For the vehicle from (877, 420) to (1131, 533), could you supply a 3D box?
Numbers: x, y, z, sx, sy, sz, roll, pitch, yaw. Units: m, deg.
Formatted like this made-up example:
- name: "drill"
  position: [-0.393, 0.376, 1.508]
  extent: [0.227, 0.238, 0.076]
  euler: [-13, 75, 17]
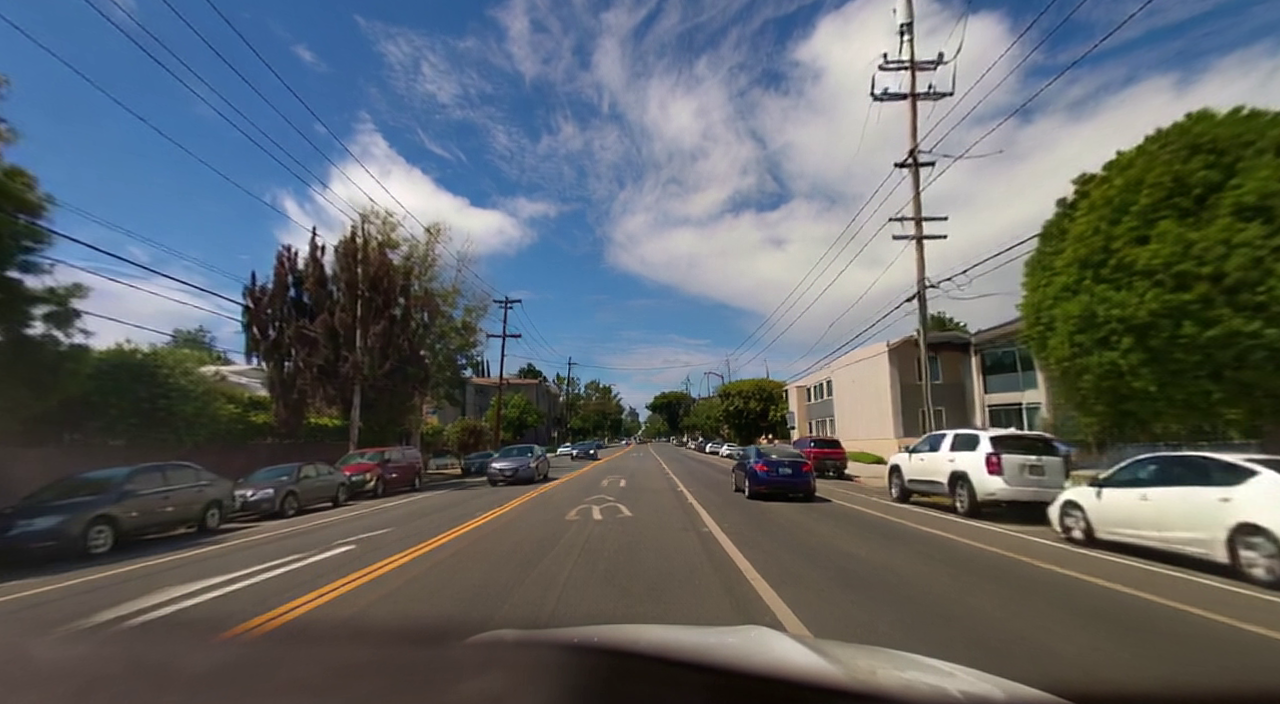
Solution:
- name: "vehicle"
  position: [7.735, 2.698, 14.460]
  extent: [2.380, 2.030, 5.861]
  euler: [0, -8, 1]

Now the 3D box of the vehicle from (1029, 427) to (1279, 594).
- name: "vehicle"
  position: [7.660, 1.966, 8.617]
  extent: [1.811, 1.749, 4.308]
  euler: [0, -8, -2]

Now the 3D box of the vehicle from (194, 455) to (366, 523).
- name: "vehicle"
  position: [-9.357, 3.551, 16.908]
  extent: [1.949, 1.502, 4.264]
  euler: [-1, -8, 3]

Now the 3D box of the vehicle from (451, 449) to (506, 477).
- name: "vehicle"
  position: [-9.337, 6.434, 36.825]
  extent: [1.944, 1.524, 4.404]
  euler: [-1, -8, 1]

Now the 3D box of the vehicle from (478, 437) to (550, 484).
- name: "vehicle"
  position: [-5.084, 4.432, 26.094]
  extent: [2.050, 1.729, 4.269]
  euler: [0, -8, 1]

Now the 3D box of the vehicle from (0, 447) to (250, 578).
- name: "vehicle"
  position: [-9.429, 2.694, 11.364]
  extent: [1.961, 1.683, 4.483]
  euler: [-3, -7, 1]

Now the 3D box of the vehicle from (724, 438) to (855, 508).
- name: "vehicle"
  position: [3.553, 2.974, 16.010]
  extent: [2.059, 1.489, 4.629]
  euler: [0, -8, -1]

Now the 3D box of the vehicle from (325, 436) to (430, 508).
- name: "vehicle"
  position: [-9.432, 4.268, 23.081]
  extent: [1.981, 1.975, 4.534]
  euler: [-3, -4, -1]
